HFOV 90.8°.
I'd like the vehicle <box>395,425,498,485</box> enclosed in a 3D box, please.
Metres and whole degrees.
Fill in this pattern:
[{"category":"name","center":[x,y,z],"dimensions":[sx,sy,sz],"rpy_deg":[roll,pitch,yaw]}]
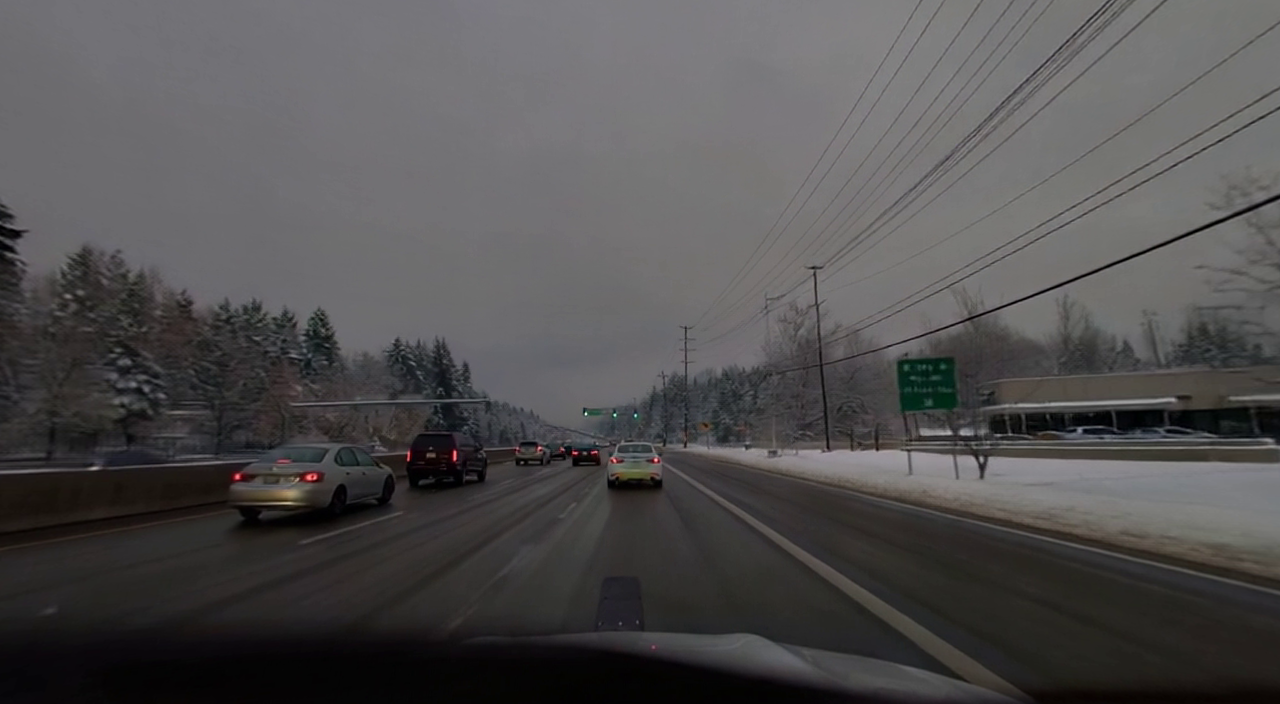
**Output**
[{"category":"vehicle","center":[-6.755,3.664,22.721],"dimensions":[2.144,1.905,4.967],"rpy_deg":[0,-8,0]}]

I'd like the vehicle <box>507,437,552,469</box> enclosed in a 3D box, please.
[{"category":"vehicle","center":[-6.435,5.919,37.240],"dimensions":[1.914,1.756,4.179],"rpy_deg":[0,-8,0]}]

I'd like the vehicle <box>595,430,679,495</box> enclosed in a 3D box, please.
[{"category":"vehicle","center":[-0.109,3.154,18.361],"dimensions":[2.140,1.653,4.108],"rpy_deg":[0,-8,-1]}]

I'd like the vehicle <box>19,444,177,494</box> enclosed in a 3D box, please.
[{"category":"vehicle","center":[-21.074,4.524,24.896],"dimensions":[2.125,1.745,4.550],"rpy_deg":[0,-8,0]}]

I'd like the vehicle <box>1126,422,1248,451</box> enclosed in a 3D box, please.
[{"category":"vehicle","center":[29.592,4.625,34.306],"dimensions":[4.674,1.485,1.874],"rpy_deg":[-1,-8,6]}]

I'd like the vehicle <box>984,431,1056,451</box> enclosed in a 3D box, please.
[{"category":"vehicle","center":[29.079,6.808,48.433],"dimensions":[4.105,1.306,2.050],"rpy_deg":[-2,-8,1]}]

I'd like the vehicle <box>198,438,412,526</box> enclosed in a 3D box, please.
[{"category":"vehicle","center":[-6.545,2.550,13.084],"dimensions":[1.900,1.483,4.547],"rpy_deg":[0,-8,0]}]

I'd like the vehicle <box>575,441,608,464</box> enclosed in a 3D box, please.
[{"category":"vehicle","center":[-3.389,7.110,44.853],"dimensions":[2.055,1.510,3.961],"rpy_deg":[0,-8,-1]}]

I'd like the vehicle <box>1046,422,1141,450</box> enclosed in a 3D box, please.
[{"category":"vehicle","center":[29.539,5.514,41.245],"dimensions":[4.554,1.761,2.095],"rpy_deg":[0,-8,0]}]
